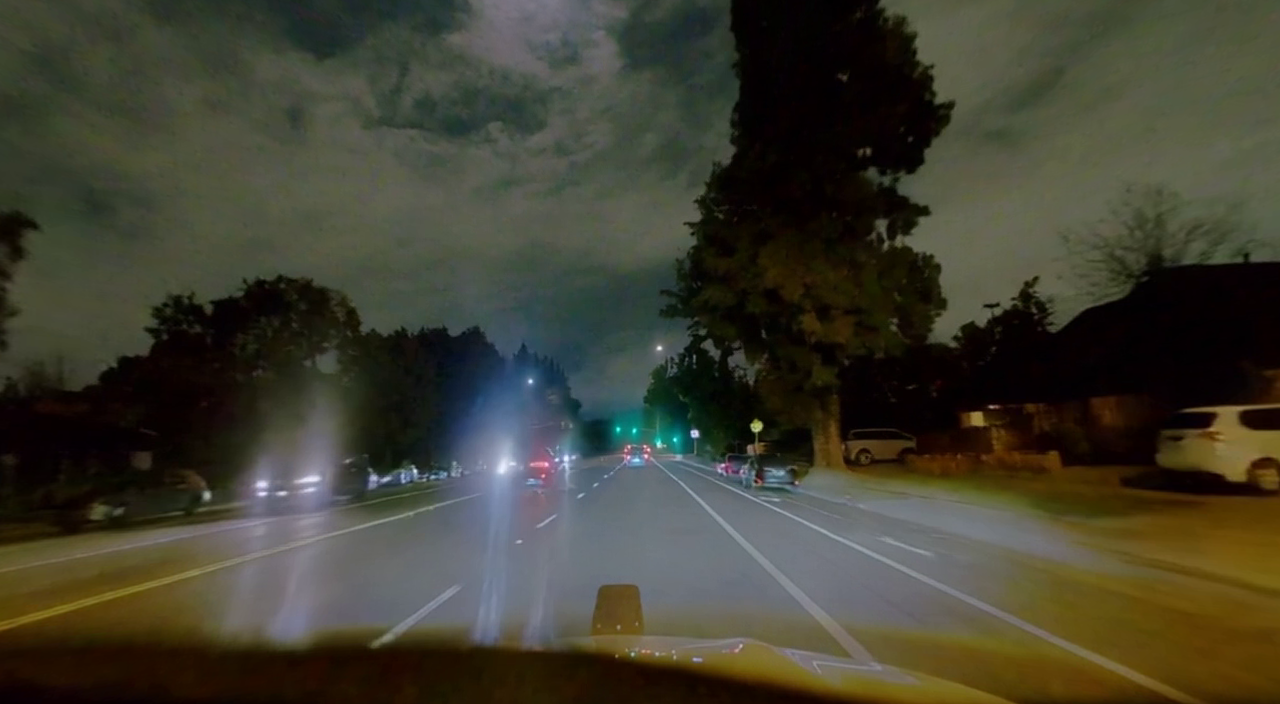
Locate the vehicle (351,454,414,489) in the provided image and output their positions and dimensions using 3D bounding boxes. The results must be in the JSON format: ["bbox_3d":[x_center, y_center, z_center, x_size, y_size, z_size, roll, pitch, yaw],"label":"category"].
[{"bbox_3d":[-14.706,6.830,36.268,1.945,1.613,3.983,-6,-8,-1],"label":"vehicle"}]

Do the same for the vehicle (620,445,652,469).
[{"bbox_3d":[-0.285,7.194,43.454,2.088,1.495,4.048,0,-8,0],"label":"vehicle"}]

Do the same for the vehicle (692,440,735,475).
[{"bbox_3d":[4.110,5.950,35.857,1.943,1.788,4.462,0,-9,1],"label":"vehicle"}]

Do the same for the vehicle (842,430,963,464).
[{"bbox_3d":[11.662,4.263,28.302,4.537,1.465,1.923,0,-9,3],"label":"vehicle"}]

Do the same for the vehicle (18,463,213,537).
[{"bbox_3d":[-14.731,4.128,18.201,1.998,1.498,4.668,-5,-8,-5],"label":"vehicle"}]

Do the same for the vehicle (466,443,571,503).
[{"bbox_3d":[-3.292,3.362,18.092,2.027,1.477,4.413,0,-9,1],"label":"vehicle"}]

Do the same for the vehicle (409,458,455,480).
[{"bbox_3d":[-14.741,8.288,44.939,1.626,1.439,3.682,-1,-8,7],"label":"vehicle"}]

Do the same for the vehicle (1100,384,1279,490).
[{"bbox_3d":[11.429,1.553,11.541,4.540,1.742,1.885,0,-9,-2],"label":"vehicle"}]

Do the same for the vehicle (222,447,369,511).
[{"bbox_3d":[-10.279,3.784,19.345,1.937,1.701,4.438,0,-9,1],"label":"vehicle"}]

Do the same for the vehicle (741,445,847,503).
[{"bbox_3d":[4.321,3.481,18.527,1.944,1.470,4.530,0,-9,0],"label":"vehicle"}]
